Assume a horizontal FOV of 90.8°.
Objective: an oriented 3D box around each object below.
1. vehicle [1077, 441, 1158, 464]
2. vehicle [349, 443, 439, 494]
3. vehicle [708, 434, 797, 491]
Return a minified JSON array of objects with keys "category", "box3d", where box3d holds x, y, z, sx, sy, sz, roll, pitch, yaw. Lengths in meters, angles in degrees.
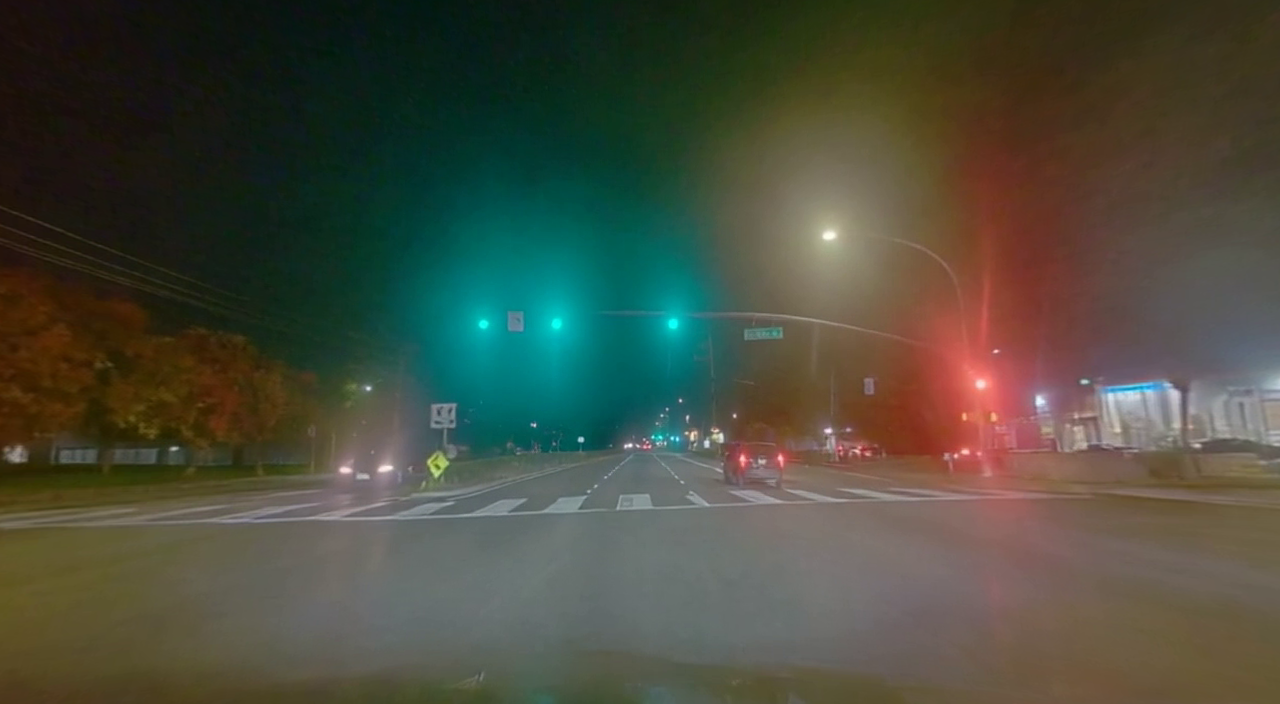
[{"category":"vehicle","box3d":[34.610,7.292,45.825,4.236,1.632,1.892,0,-8,1]},{"category":"vehicle","box3d":[-9.197,4.341,24.016,1.816,1.478,4.404,-2,-6,-2]},{"category":"vehicle","box3d":[3.635,3.667,21.294,2.128,1.699,4.222,0,-8,-1]}]
